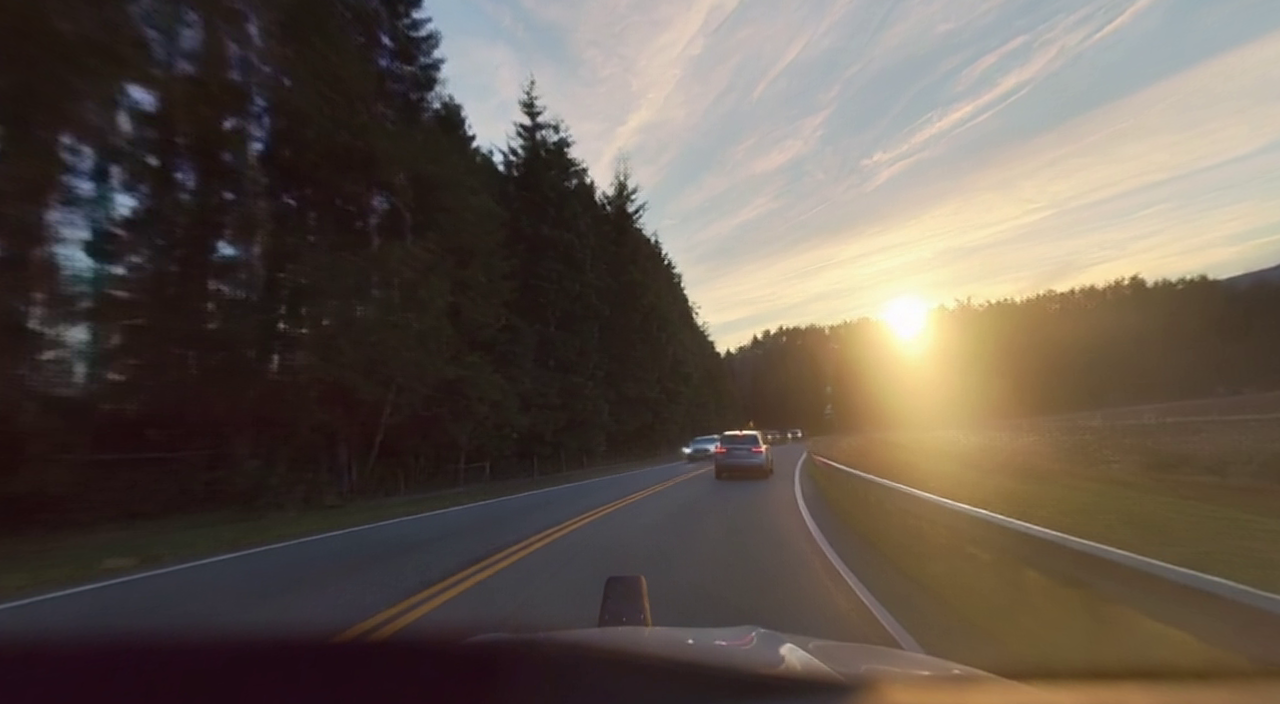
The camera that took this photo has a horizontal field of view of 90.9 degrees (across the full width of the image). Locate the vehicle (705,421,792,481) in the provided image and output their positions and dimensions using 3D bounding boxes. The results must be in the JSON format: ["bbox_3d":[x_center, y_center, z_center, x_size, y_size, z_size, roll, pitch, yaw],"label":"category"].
[{"bbox_3d":[3.389,2.985,19.185,2.274,1.583,4.349,-2,-9,12],"label":"vehicle"}]

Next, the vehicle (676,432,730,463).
[{"bbox_3d":[3.540,5.220,34.607,2.143,1.586,4.238,-3,-9,16],"label":"vehicle"}]
